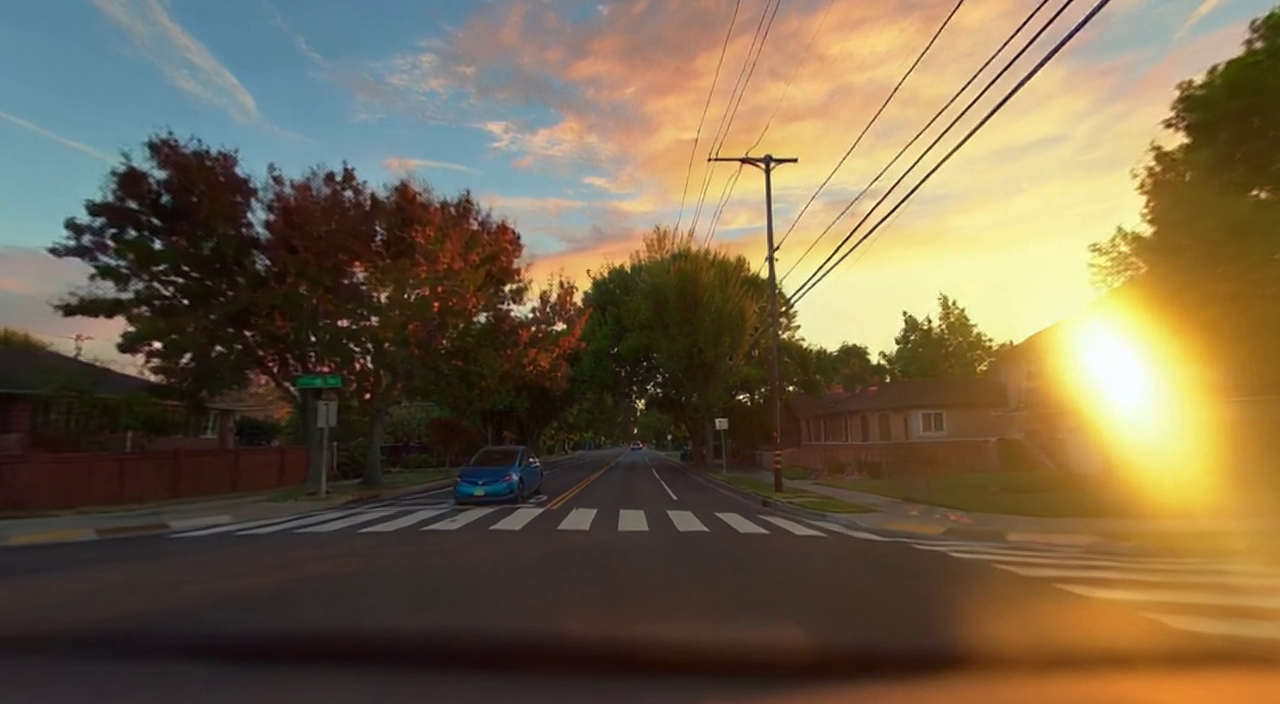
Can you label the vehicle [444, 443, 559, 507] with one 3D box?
[{"bbox_3d":[-3.558,3.224,17.072,2.102,1.463,4.024,0,-8,1],"label":"vehicle"}]
